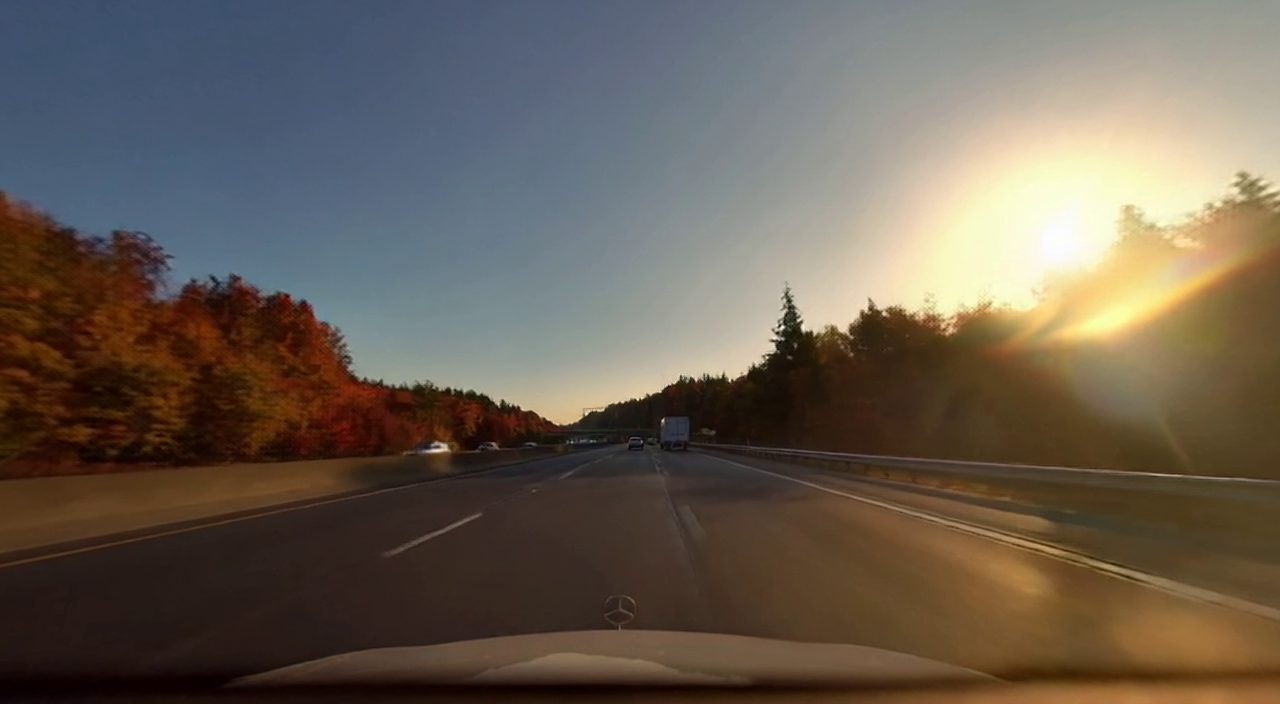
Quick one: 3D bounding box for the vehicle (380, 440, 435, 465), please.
[{"bbox_3d":[-17.391,7.490,47.221,2.027,1.755,4.979,-1,-8,2],"label":"vehicle"}]
